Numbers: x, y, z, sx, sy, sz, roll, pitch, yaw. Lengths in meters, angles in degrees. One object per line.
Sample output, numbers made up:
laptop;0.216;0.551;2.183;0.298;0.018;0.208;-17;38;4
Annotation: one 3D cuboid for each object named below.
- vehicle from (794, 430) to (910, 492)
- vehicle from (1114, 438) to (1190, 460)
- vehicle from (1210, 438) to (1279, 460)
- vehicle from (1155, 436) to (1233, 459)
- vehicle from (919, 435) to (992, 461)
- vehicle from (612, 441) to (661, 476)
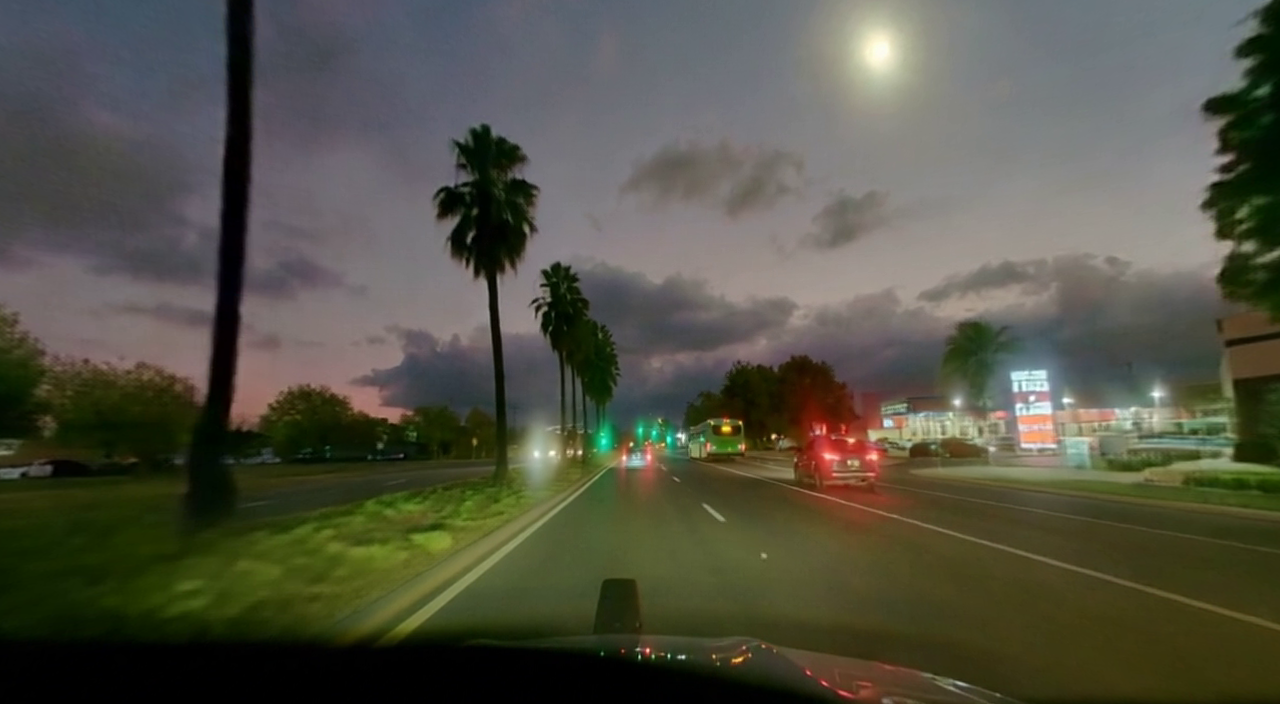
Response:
vehicle;6.320;3.309;19.407;2.031;1.670;4.154;0;-9;-1
vehicle;36.056;6.859;44.673;1.831;1.432;4.544;-1;-9;5
vehicle;43.397;6.813;44.545;1.932;1.414;4.451;-2;-8;-6
vehicle;38.647;6.683;44.184;1.778;1.478;4.067;-3;-9;2
vehicle;24.104;7.357;48.313;4.595;1.845;1.919;0;-8;-6
vehicle;-0.146;4.844;28.945;2.065;1.477;4.306;0;-9;0
